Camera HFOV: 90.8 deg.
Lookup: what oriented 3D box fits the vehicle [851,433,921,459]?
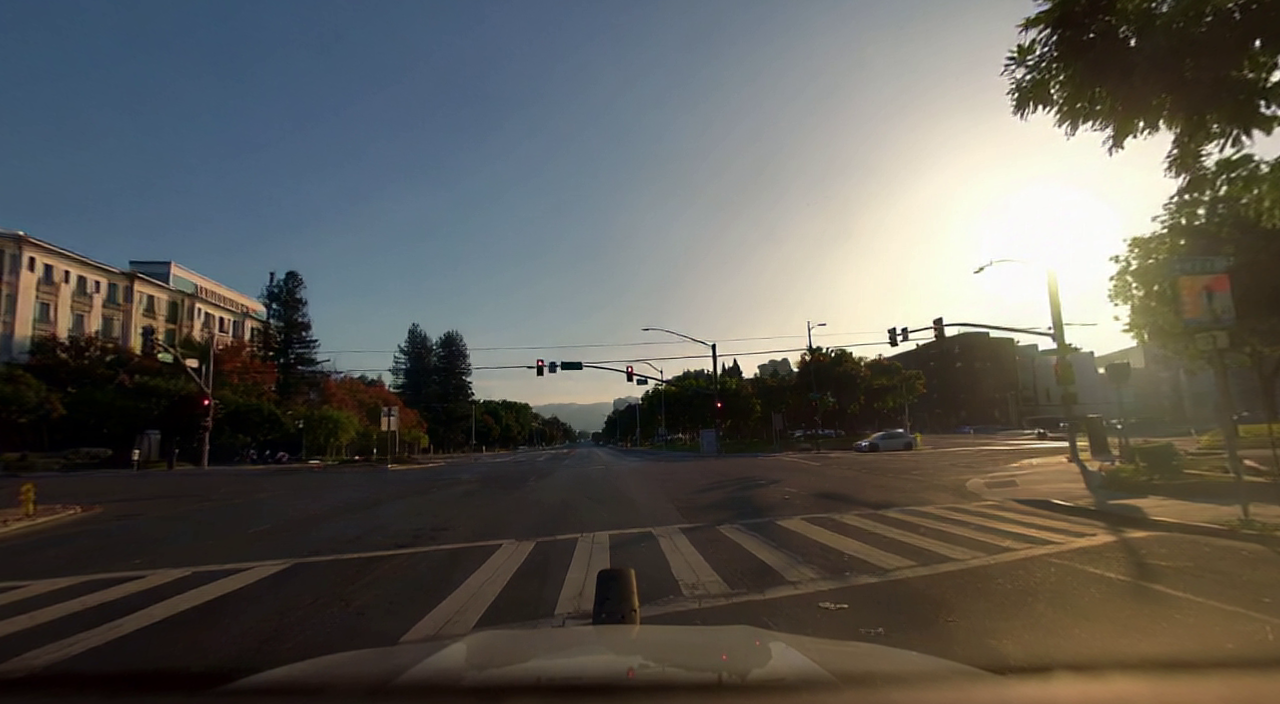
[{"bbox_3d":[17.625,6.734,45.230,4.600,1.783,1.970,4,-10,-26],"label":"vehicle"}]
